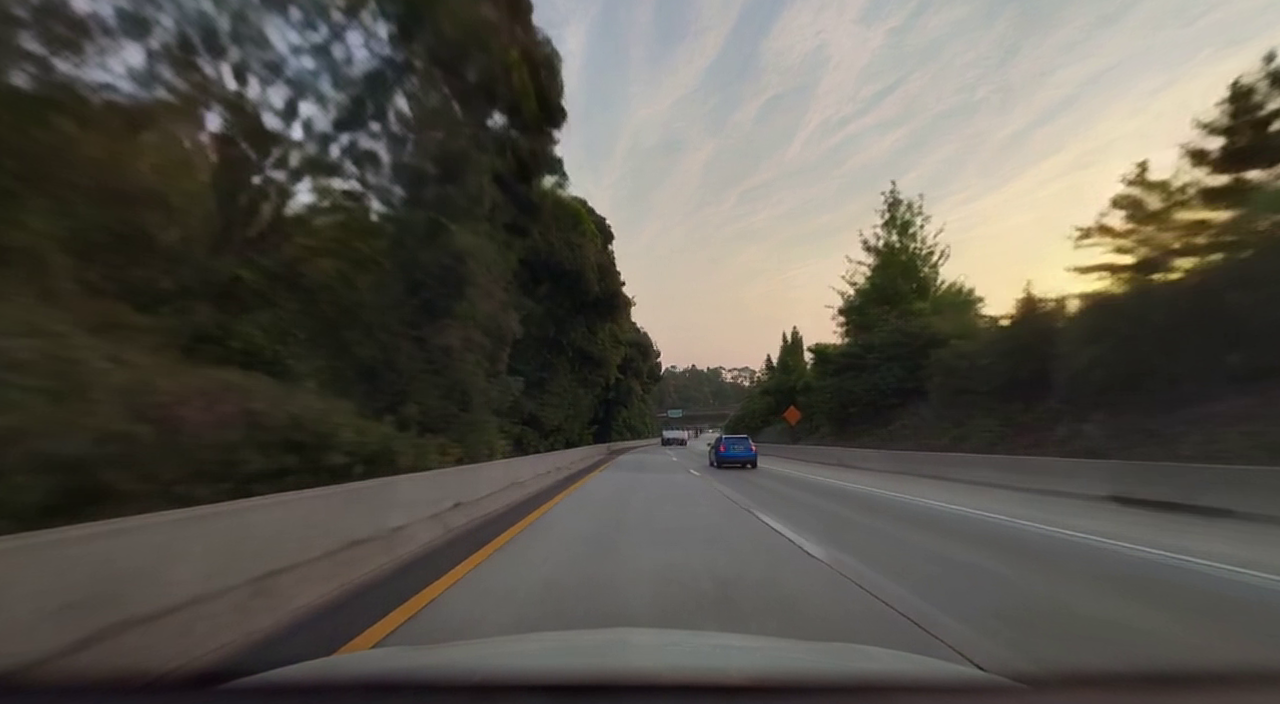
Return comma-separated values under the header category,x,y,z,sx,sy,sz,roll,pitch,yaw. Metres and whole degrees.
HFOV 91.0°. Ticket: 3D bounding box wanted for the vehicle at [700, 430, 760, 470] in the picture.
category,x,y,z,sx,sy,sz,roll,pitch,yaw
vehicle,3.969,4.405,28.467,2.022,1.663,4.245,0,-8,0
